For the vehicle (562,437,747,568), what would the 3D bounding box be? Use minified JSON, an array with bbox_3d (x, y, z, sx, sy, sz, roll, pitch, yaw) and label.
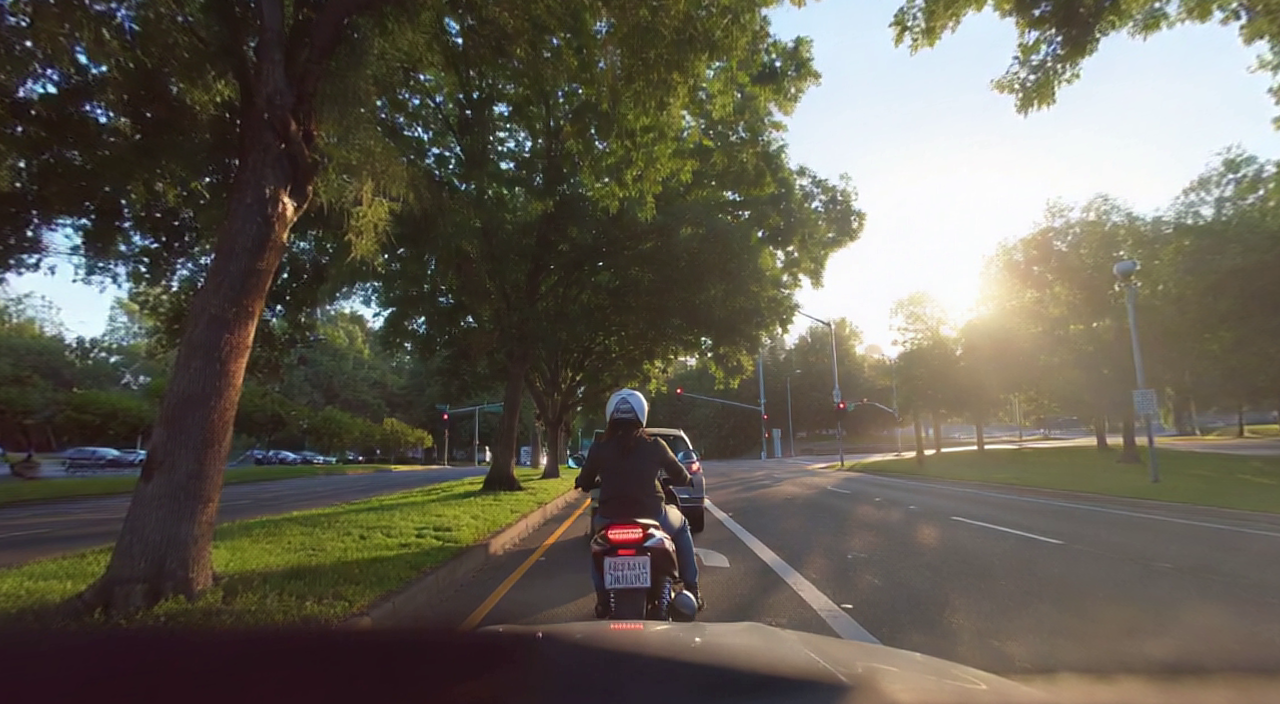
[{"bbox_3d":[0.125,2.025,9.418,2.093,1.450,4.437,0,-8,-1],"label":"vehicle"}]
